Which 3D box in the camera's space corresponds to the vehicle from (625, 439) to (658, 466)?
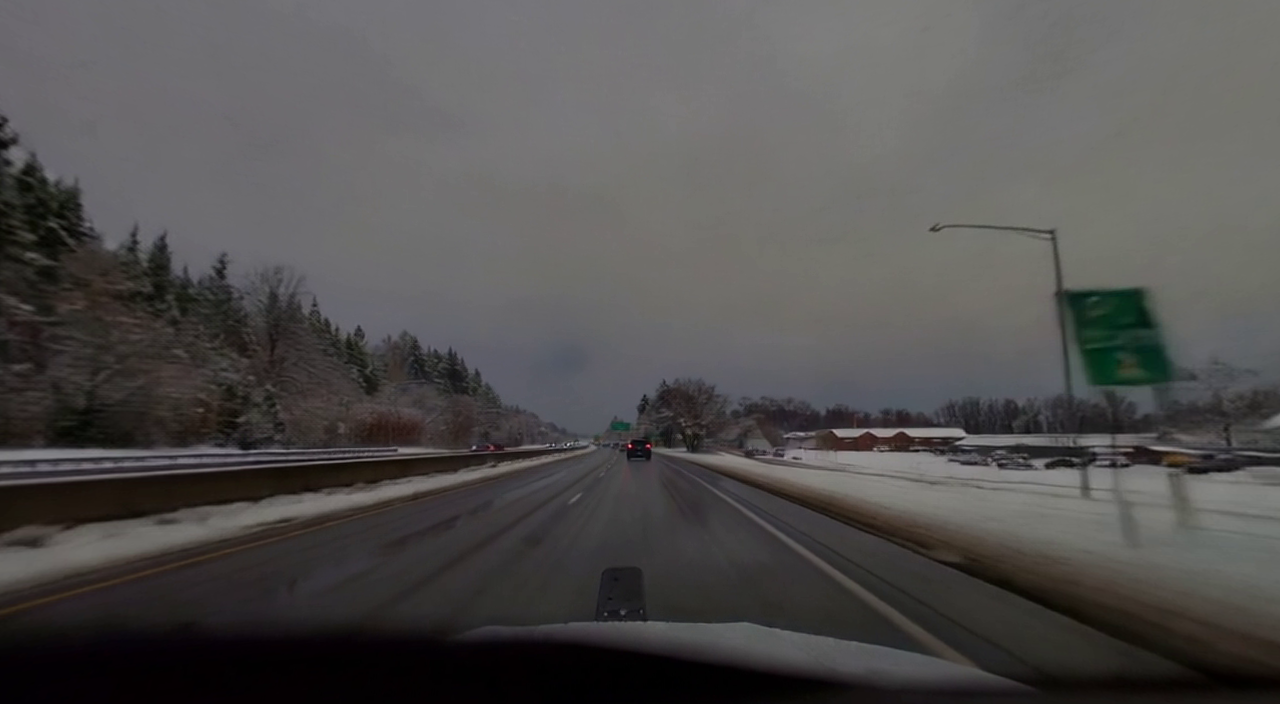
[{"bbox_3d":[0.043,6.513,40.758,2.029,1.666,4.064,0,-8,-2],"label":"vehicle"}]
